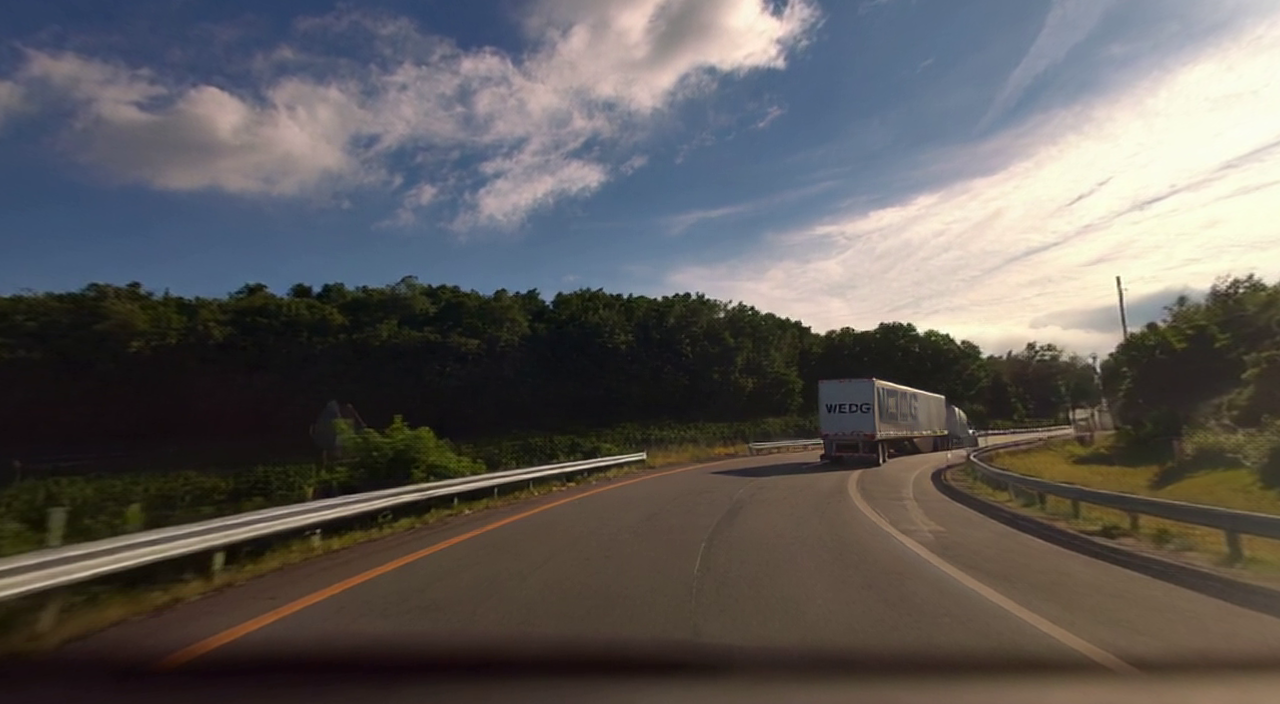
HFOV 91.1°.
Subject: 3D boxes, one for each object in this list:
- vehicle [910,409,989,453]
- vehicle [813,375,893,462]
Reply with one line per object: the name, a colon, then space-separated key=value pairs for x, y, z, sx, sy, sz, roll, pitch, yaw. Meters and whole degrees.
vehicle: x=19.781 y=5.060 z=39.957 sx=6.650 sy=2.524 sz=2.120 roll=7 pitch=-10 yaw=-42
vehicle: x=9.997 y=3.164 z=29.444 sx=2.963 sy=3.771 sz=3.137 roll=-4 pitch=-9 yaw=27
